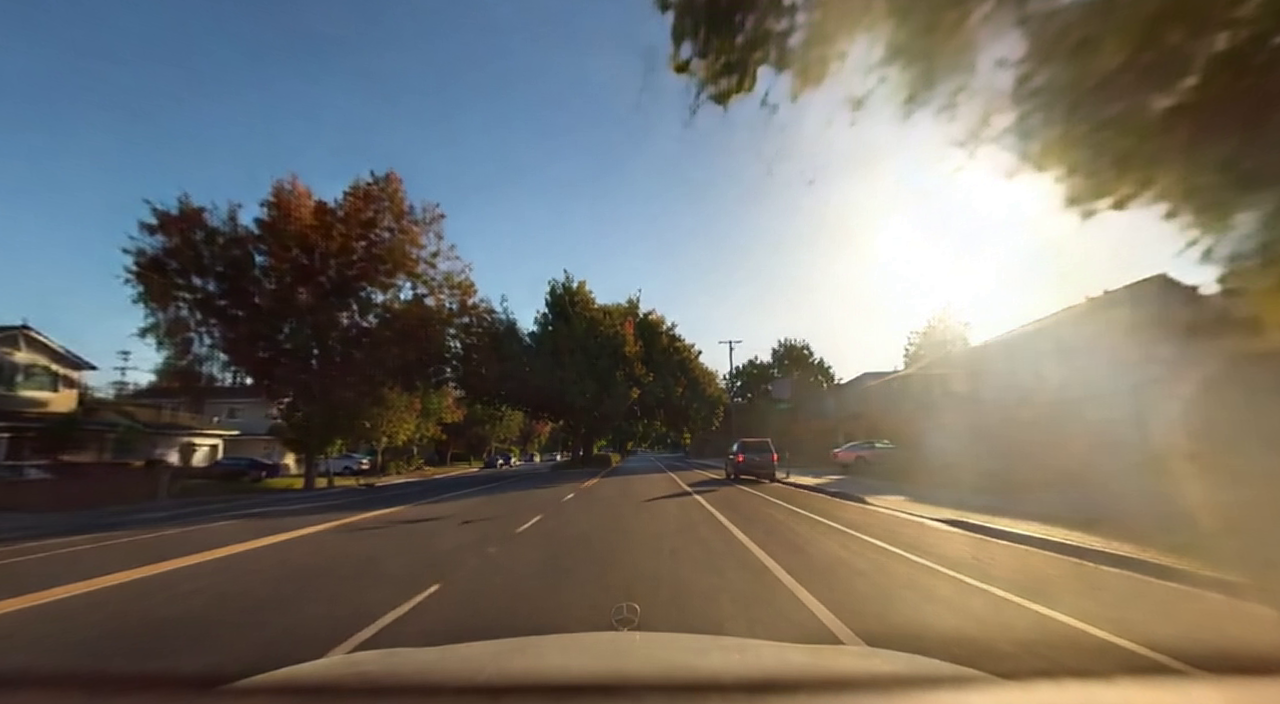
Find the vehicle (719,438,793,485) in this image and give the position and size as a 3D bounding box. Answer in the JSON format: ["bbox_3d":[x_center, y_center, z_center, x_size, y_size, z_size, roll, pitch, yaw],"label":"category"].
[{"bbox_3d":[4.839,4.669,27.148,2.196,1.801,4.778,0,-9,-1],"label":"vehicle"}]

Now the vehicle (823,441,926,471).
[{"bbox_3d":[12.143,5.414,32.889,4.577,1.490,1.903,0,-8,0],"label":"vehicle"}]

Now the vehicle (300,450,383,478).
[{"bbox_3d":[-20.674,7.740,43.893,4.698,1.862,2.116,-1,-9,2],"label":"vehicle"}]

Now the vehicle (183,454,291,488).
[{"bbox_3d":[-21.140,6.242,33.284,4.272,1.688,1.990,0,-9,-1],"label":"vehicle"}]

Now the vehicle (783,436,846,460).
[{"bbox_3d":[13.584,7.526,49.232,4.577,1.770,2.006,-3,-9,18],"label":"vehicle"}]
